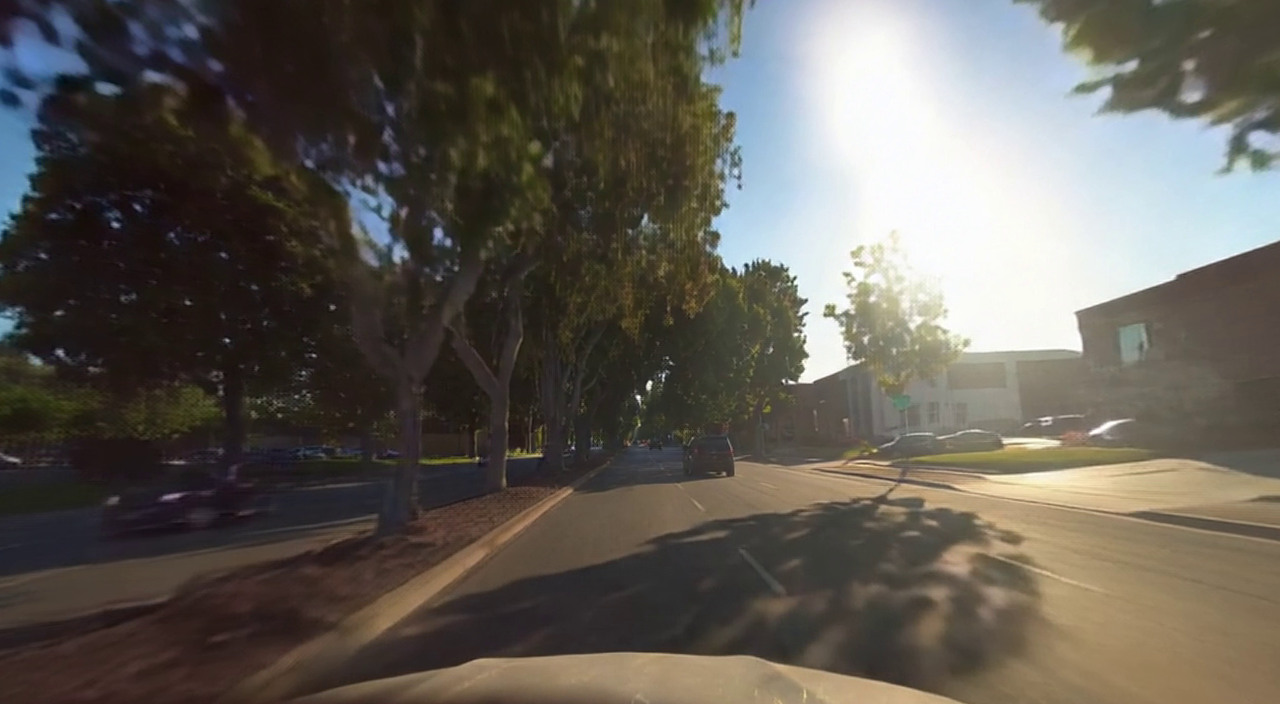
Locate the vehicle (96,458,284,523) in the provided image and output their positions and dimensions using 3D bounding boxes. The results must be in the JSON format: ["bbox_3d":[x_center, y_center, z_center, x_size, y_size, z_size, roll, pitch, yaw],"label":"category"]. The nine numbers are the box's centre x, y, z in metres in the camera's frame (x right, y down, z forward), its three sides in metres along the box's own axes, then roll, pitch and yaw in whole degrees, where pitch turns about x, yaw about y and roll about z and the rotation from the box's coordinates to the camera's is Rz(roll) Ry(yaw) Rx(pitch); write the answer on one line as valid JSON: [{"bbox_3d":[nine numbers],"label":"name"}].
[{"bbox_3d":[-11.957,3.665,17.250,1.834,1.415,4.509,0,-8,0],"label":"vehicle"}]

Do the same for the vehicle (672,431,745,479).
[{"bbox_3d":[2.630,4.123,25.531,2.240,1.740,4.605,0,-8,-2],"label":"vehicle"}]
